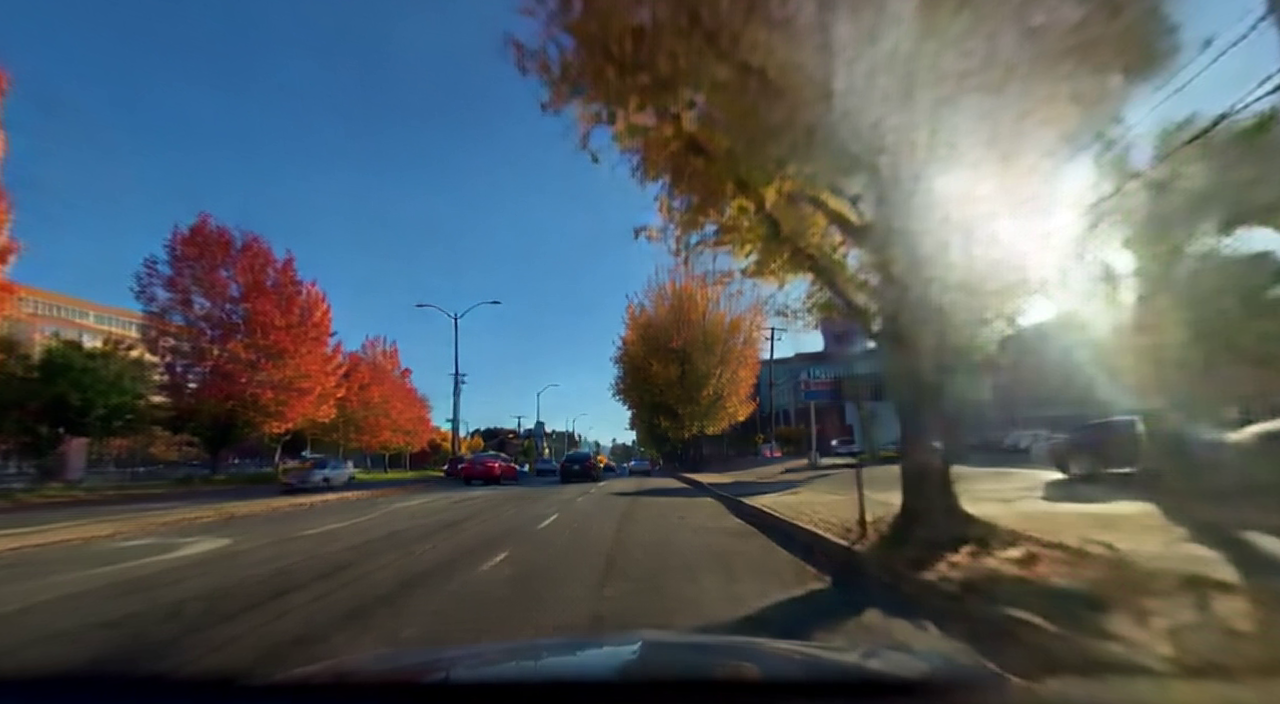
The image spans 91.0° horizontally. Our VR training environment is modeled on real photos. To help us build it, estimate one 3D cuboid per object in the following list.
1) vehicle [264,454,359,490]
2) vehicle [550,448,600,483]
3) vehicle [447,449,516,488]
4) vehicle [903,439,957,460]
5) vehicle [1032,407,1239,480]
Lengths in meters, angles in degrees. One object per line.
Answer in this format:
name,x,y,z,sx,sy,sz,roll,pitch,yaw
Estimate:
vehicle,-15.790,5.761,30.640,1.969,1.503,4.797,0,-9,1
vehicle,-3.374,5.981,33.450,2.085,1.663,4.513,0,-9,1
vehicle,-7.092,5.223,28.659,1.932,1.596,4.247,0,-9,1
vehicle,22.147,7.466,48.257,1.884,1.532,4.745,0,-9,1
vehicle,13.082,2.408,16.994,1.862,1.559,3.959,-4,-6,-11
